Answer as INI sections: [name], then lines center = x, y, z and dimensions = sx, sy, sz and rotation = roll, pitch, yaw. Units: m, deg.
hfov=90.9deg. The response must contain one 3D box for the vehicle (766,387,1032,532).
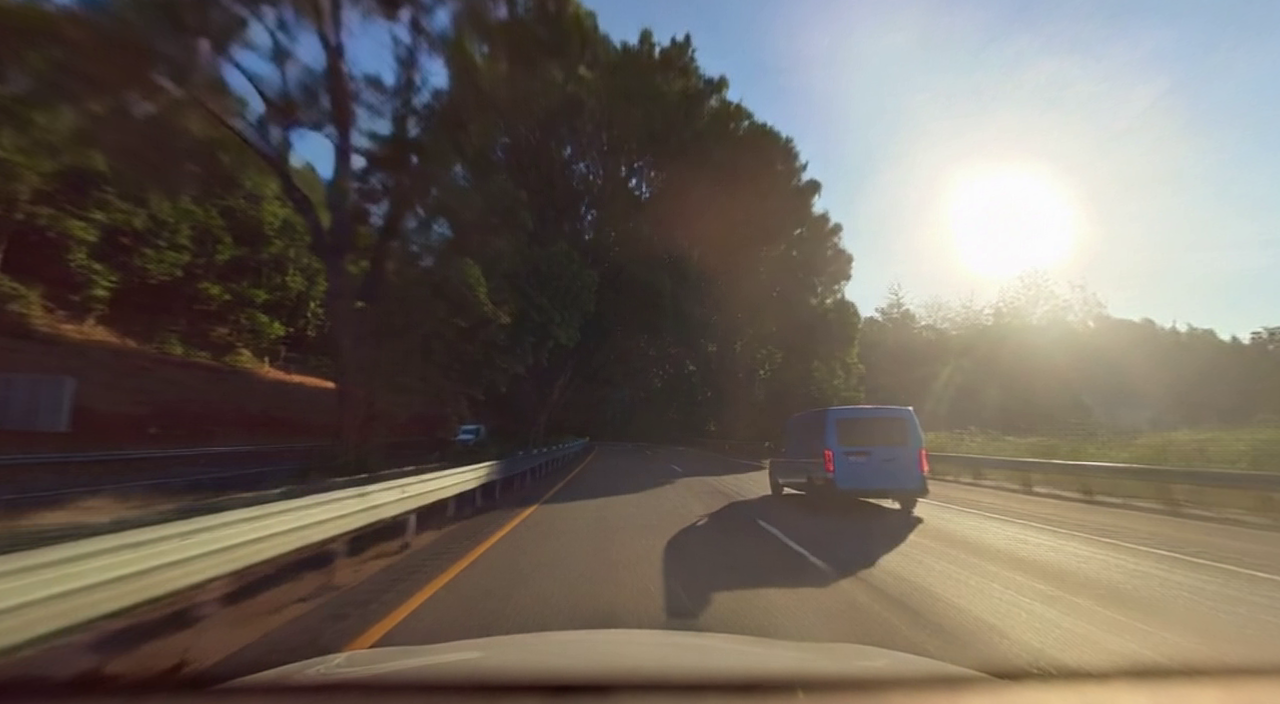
[vehicle]
center = 3.701, 1.638, 10.208
dimensions = 2.240, 1.801, 4.545
rotation = 0, -8, -2
